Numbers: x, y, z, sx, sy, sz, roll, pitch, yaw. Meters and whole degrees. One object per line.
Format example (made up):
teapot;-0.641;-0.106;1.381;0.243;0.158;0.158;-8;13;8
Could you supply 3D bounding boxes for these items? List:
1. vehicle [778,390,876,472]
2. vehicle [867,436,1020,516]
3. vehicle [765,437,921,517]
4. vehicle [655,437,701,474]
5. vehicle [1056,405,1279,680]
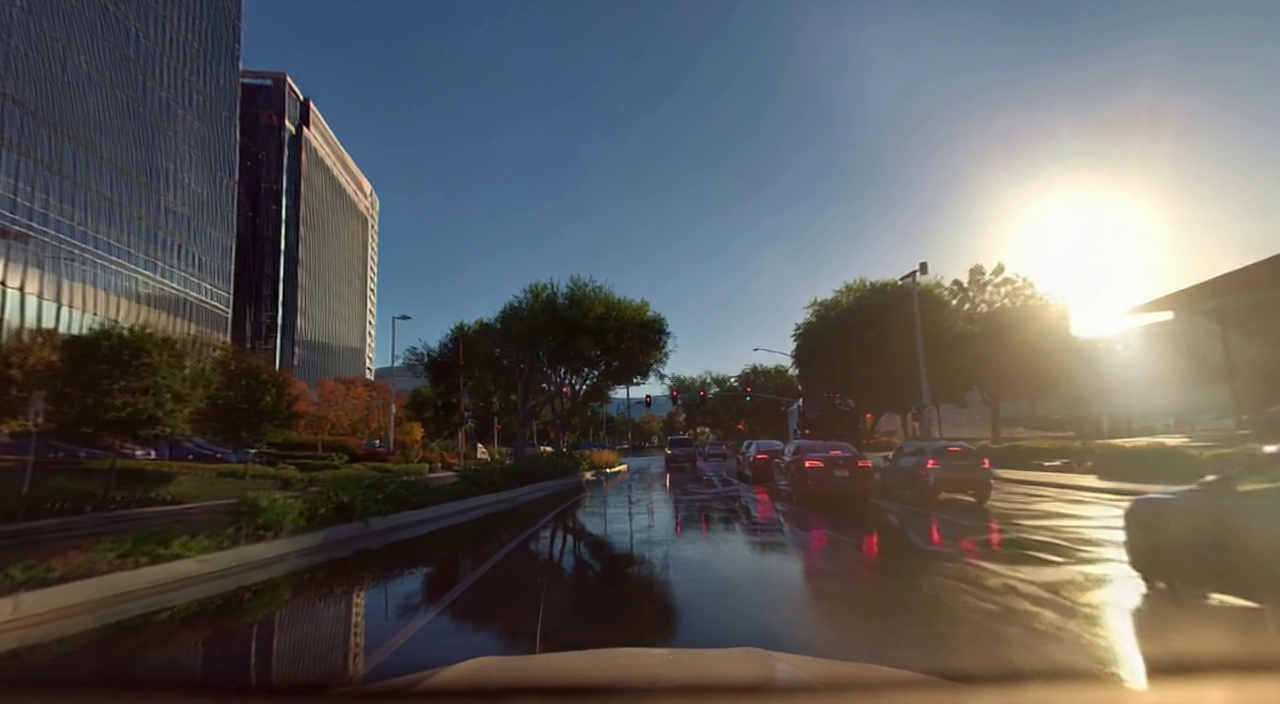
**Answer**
vehicle;9.864;4.546;35.010;3.128;3.616;13.736;-1;-9;8
vehicle;7.024;2.871;15.097;1.983;1.628;3.885;-1;-9;5
vehicle;4.408;2.765;14.459;2.183;1.553;3.923;0;-9;-1
vehicle;1.972;5.188;31.899;2.121;1.728;4.161;-1;-9;6
vehicle;4.800;1.101;3.524;2.089;1.609;4.922;-1;-9;8
